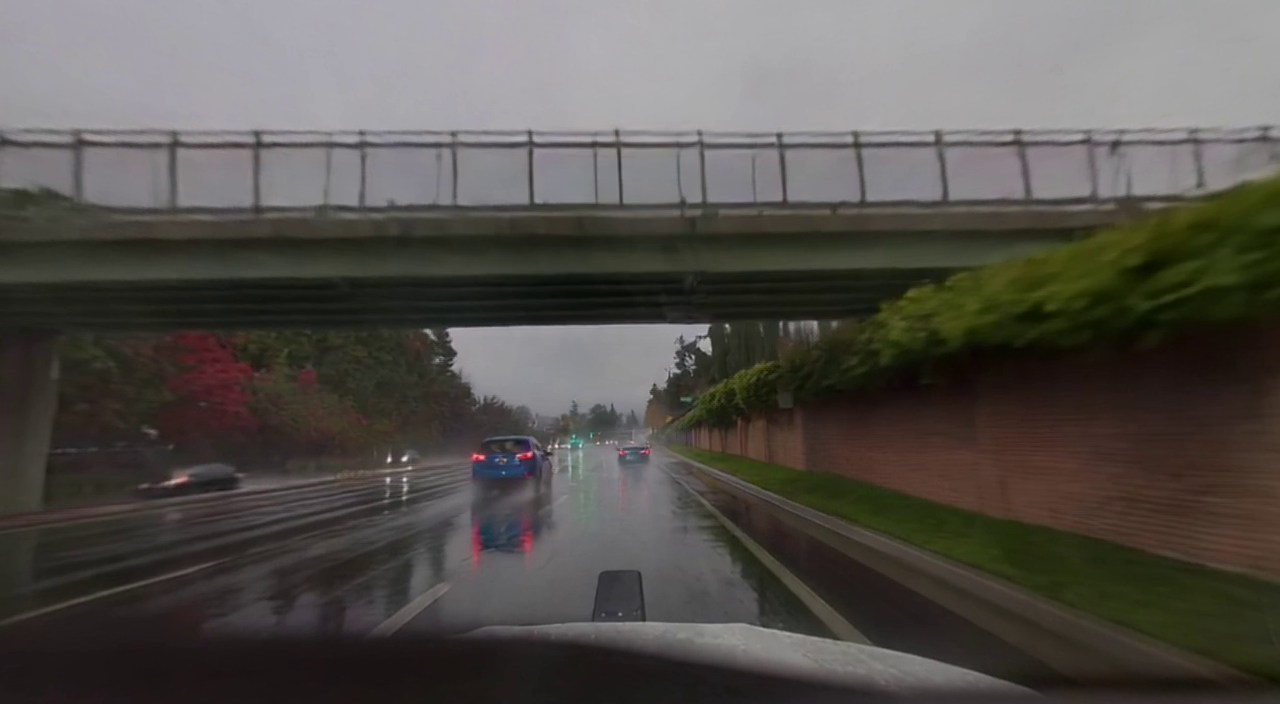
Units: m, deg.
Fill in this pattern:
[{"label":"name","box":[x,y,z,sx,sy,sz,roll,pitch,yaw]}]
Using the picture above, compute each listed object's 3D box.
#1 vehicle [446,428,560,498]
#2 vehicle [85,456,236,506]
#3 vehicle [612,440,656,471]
[{"label":"vehicle","box":[-3.818,3.195,18.533,2.223,1.771,4.581,0,-8,1]},{"label":"vehicle","box":[-17.737,4.752,23.745,1.983,1.552,4.798,0,-9,-2]},{"label":"vehicle","box":[-0.342,5.513,33.818,2.205,1.509,4.272,0,-8,-1]}]
